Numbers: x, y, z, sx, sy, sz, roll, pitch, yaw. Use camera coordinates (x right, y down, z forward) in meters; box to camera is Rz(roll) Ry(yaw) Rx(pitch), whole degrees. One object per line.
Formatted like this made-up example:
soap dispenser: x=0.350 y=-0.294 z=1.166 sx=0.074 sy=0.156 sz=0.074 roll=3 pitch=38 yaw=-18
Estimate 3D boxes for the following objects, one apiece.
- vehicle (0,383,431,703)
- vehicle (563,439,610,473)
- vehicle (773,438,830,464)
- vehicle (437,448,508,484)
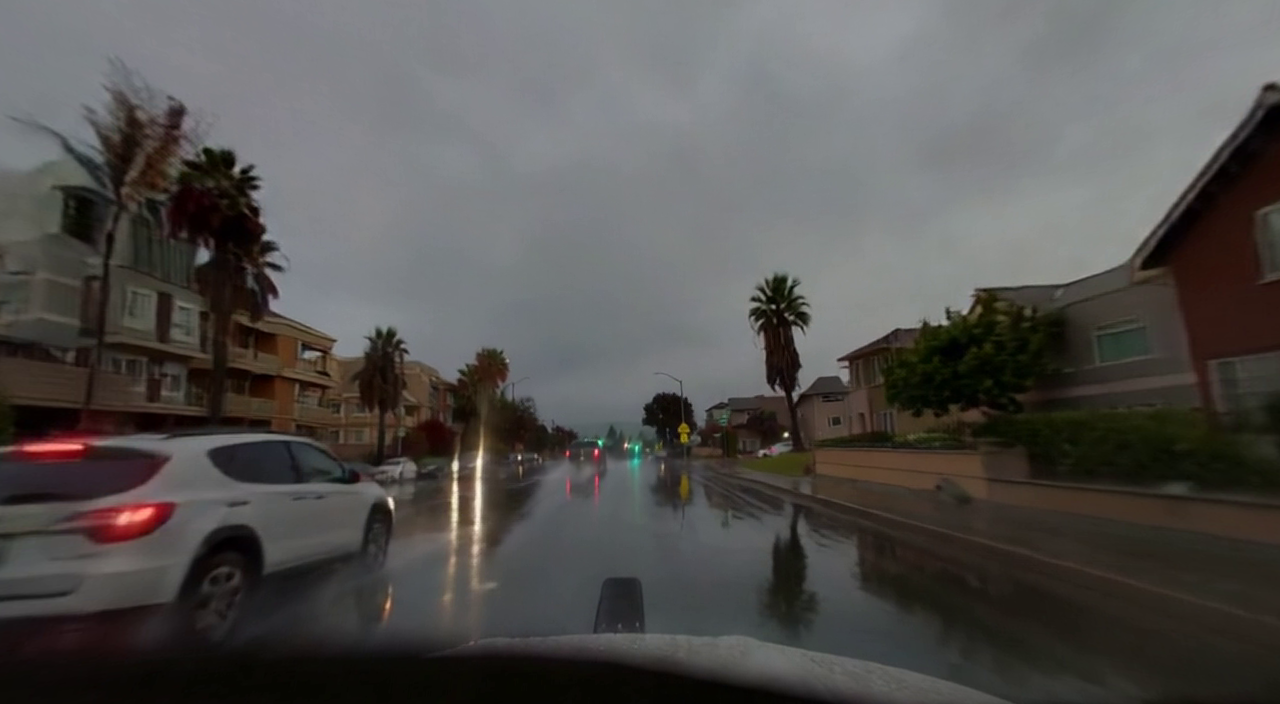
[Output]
vehicle: x=-3.229 y=1.254 z=4.771 sx=1.929 sy=1.651 sz=3.948 roll=0 pitch=-9 yaw=0
vehicle: x=-2.950 y=5.918 z=35.976 sx=1.994 sy=1.810 sz=5.057 roll=0 pitch=-9 yaw=3
vehicle: x=12.513 y=7.702 z=48.907 sx=3.778 sy=1.744 sz=1.804 roll=-3 pitch=-9 yaw=-4
vehicle: x=-7.463 y=5.109 z=28.511 sx=1.979 sy=1.500 sz=4.383 roll=0 pitch=-9 yaw=0
